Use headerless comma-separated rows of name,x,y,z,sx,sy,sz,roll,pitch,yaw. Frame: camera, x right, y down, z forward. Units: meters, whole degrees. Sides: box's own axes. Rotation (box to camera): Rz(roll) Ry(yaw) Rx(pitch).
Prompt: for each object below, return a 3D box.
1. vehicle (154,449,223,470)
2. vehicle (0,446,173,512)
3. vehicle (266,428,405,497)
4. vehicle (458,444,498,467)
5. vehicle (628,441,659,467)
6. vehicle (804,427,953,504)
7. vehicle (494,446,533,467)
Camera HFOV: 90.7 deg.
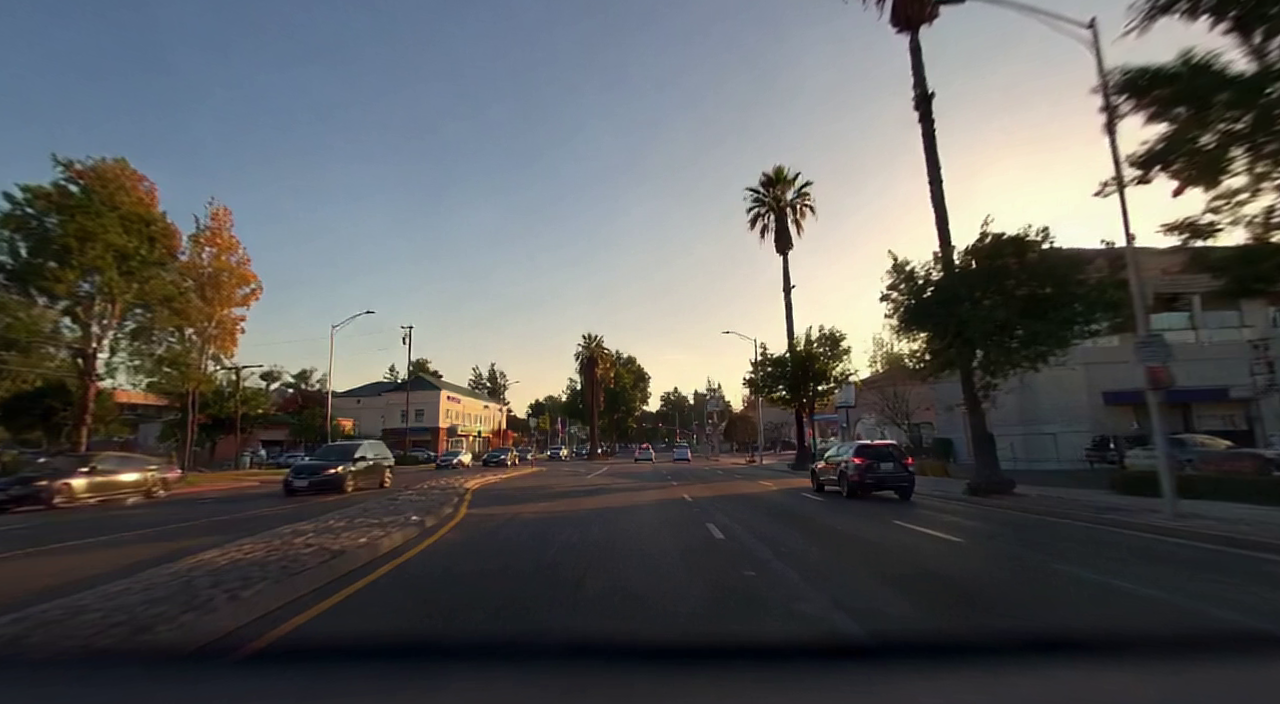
vehicle,-35.175,8.377,49.330,3.864,1.530,1.961,0,-8,2
vehicle,-16.269,3.554,18.294,1.965,1.638,4.589,0,-9,1
vehicle,-9.534,3.494,20.356,2.061,1.915,4.589,-1,-9,2
vehicle,-12.725,8.139,49.944,1.958,1.701,4.082,-1,-9,2
vehicle,0.249,7.491,46.659,2.177,1.754,3.815,0,-8,1
vehicle,6.279,3.046,17.438,2.066,1.807,4.893,0,-8,-1
vehicle,-9.161,7.592,46.256,1.891,1.473,4.297,-1,-9,1
